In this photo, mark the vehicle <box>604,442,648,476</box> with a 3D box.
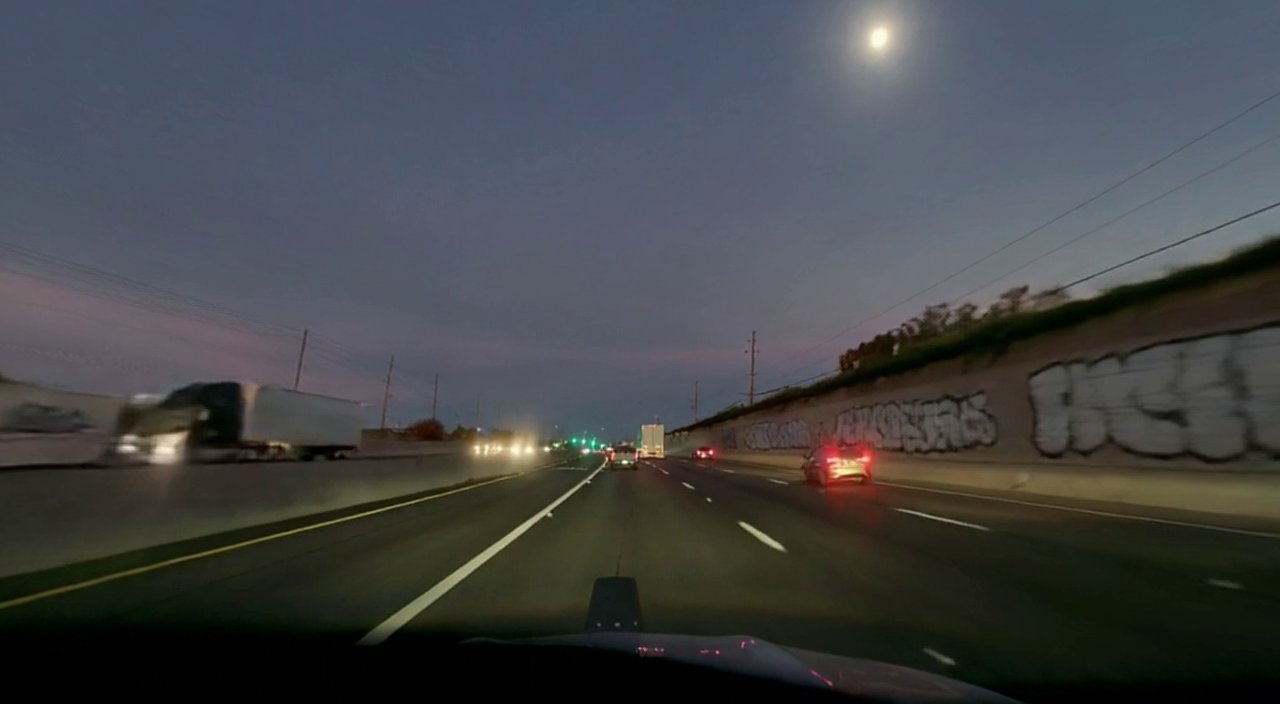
[{"bbox_3d":[-0.724,5.606,33.334,2.191,1.685,3.353,0,-9,-1],"label":"vehicle"}]

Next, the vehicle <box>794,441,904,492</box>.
[{"bbox_3d":[6.907,3.819,21.474,2.032,1.525,4.631,0,-9,-1],"label":"vehicle"}]

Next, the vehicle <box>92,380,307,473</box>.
[{"bbox_3d":[-17.110,3.135,25.554,2.933,3.133,8.090,0,-9,-1],"label":"vehicle"}]
